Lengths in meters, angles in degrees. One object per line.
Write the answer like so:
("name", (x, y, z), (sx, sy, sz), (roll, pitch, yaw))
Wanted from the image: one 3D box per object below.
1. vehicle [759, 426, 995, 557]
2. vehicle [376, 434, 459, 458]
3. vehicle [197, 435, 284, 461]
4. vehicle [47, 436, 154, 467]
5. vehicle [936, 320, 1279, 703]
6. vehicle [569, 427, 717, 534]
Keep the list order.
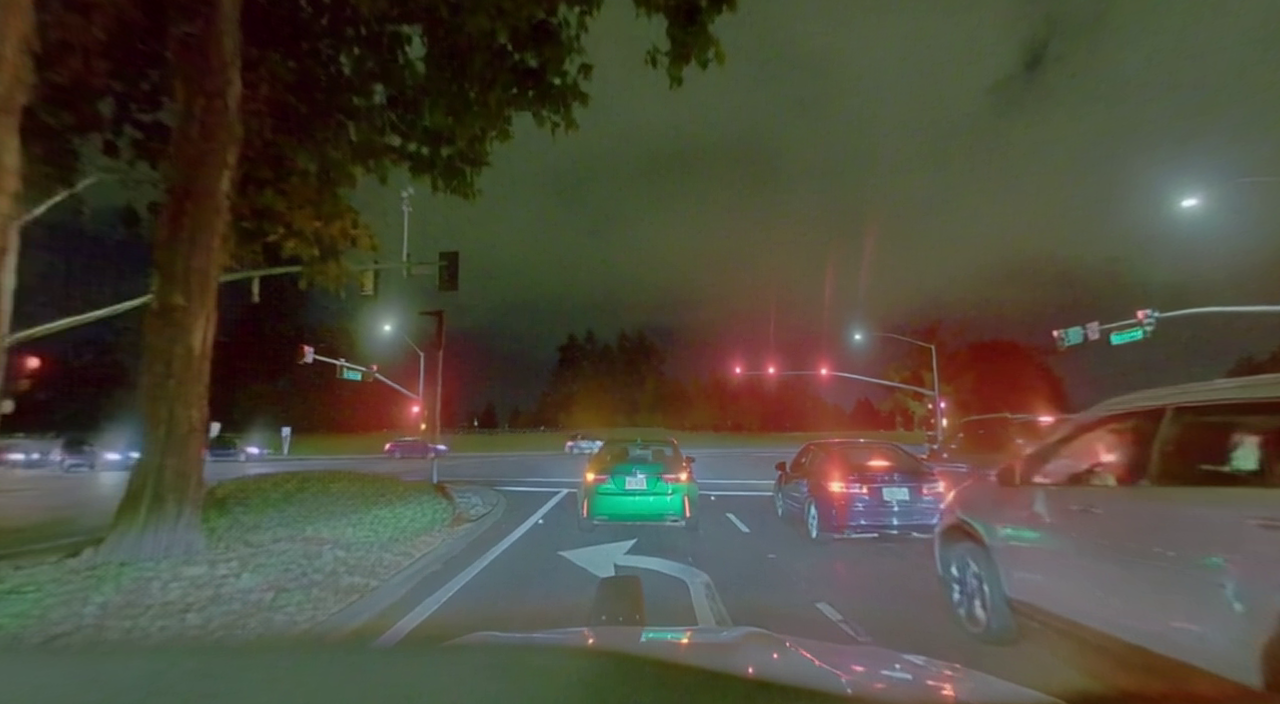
("vehicle", (3.131, 1.923, 9.466), (1.861, 1.479, 4.371), (0, -9, 0))
("vehicle", (-14.407, 6.128, 41.106), (4.670, 1.542, 1.861), (1, -9, -5))
("vehicle", (-26.491, 6.361, 41.941), (4.526, 1.649, 1.920), (-1, -9, 4))
("vehicle", (-30.360, 5.590, 35.622), (4.517, 1.637, 1.935), (-1, -9, 8))
("vehicle", (3.413, 0.810, 2.505), (2.111, 1.780, 4.990), (0, -9, 1))
("vehicle", (0.067, 2.082, 10.812), (2.026, 1.458, 4.175), (0, -9, 1))
